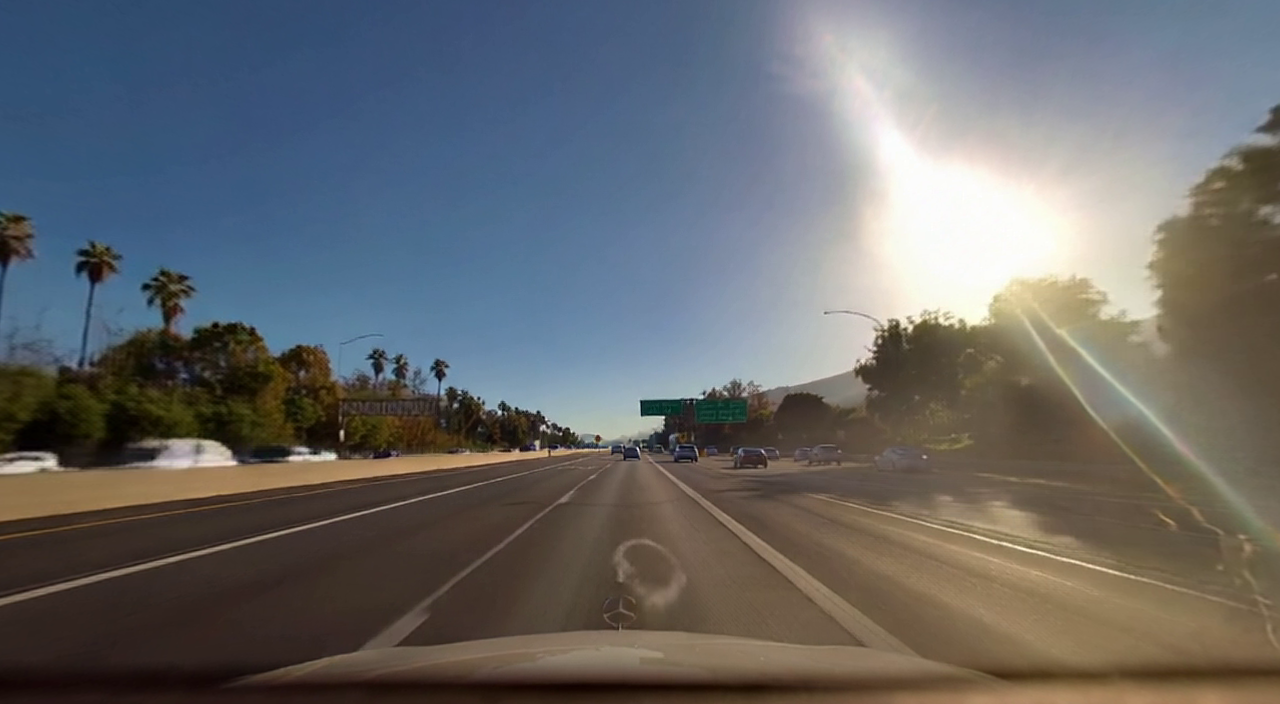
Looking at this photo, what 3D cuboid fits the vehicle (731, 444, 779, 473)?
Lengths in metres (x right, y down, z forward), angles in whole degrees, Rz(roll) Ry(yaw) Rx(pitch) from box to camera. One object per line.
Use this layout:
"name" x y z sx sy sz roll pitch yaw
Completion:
"vehicle" 6.742 6.287 37.423 1.902 1.623 4.360 0 -9 -1

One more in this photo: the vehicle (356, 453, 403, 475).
"vehicle" -20.131 8.649 48.839 1.715 1.478 4.670 0 -8 -1

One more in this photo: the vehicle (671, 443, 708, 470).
"vehicle" 3.231 6.894 41.836 2.035 1.704 3.867 0 -9 -2

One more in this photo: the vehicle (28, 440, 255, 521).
"vehicle" -12.558 3.227 16.410 2.032 1.779 4.704 0 -9 0

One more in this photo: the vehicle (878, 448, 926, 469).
"vehicle" 19.613 7.975 47.316 1.774 1.457 4.653 0 -9 1

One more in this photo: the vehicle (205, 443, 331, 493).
"vehicle" -16.153 5.024 27.801 2.205 1.946 5.490 0 -9 0
